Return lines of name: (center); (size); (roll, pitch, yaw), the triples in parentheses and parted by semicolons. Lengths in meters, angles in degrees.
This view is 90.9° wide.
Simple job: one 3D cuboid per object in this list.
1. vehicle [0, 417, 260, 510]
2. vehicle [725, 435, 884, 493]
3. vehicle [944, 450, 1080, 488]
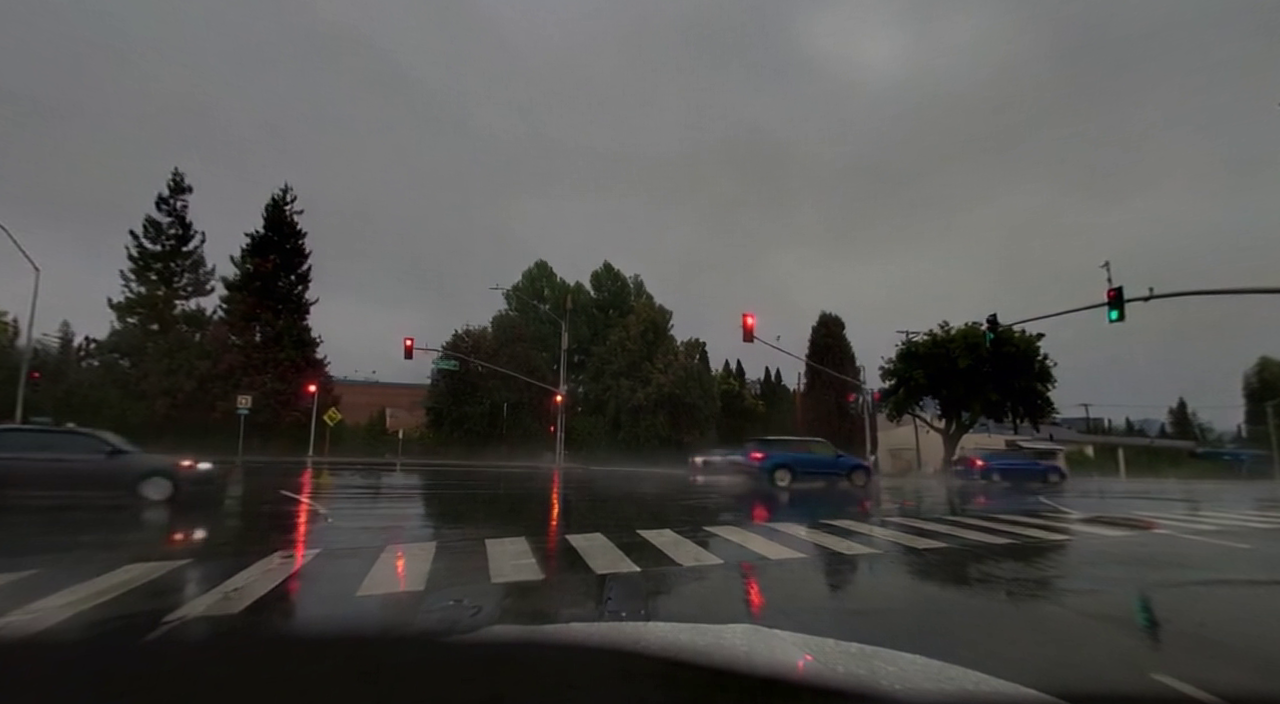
vehicle: (-10.071, 1.993, 11.512); (4.952, 1.511, 1.855); (2, -9, -17)
vehicle: (5.290, 3.565, 20.425); (4.626, 1.710, 1.891); (3, -9, -17)
vehicle: (15.976, 4.986, 27.141); (5.203, 1.488, 1.907); (3, -9, -17)
